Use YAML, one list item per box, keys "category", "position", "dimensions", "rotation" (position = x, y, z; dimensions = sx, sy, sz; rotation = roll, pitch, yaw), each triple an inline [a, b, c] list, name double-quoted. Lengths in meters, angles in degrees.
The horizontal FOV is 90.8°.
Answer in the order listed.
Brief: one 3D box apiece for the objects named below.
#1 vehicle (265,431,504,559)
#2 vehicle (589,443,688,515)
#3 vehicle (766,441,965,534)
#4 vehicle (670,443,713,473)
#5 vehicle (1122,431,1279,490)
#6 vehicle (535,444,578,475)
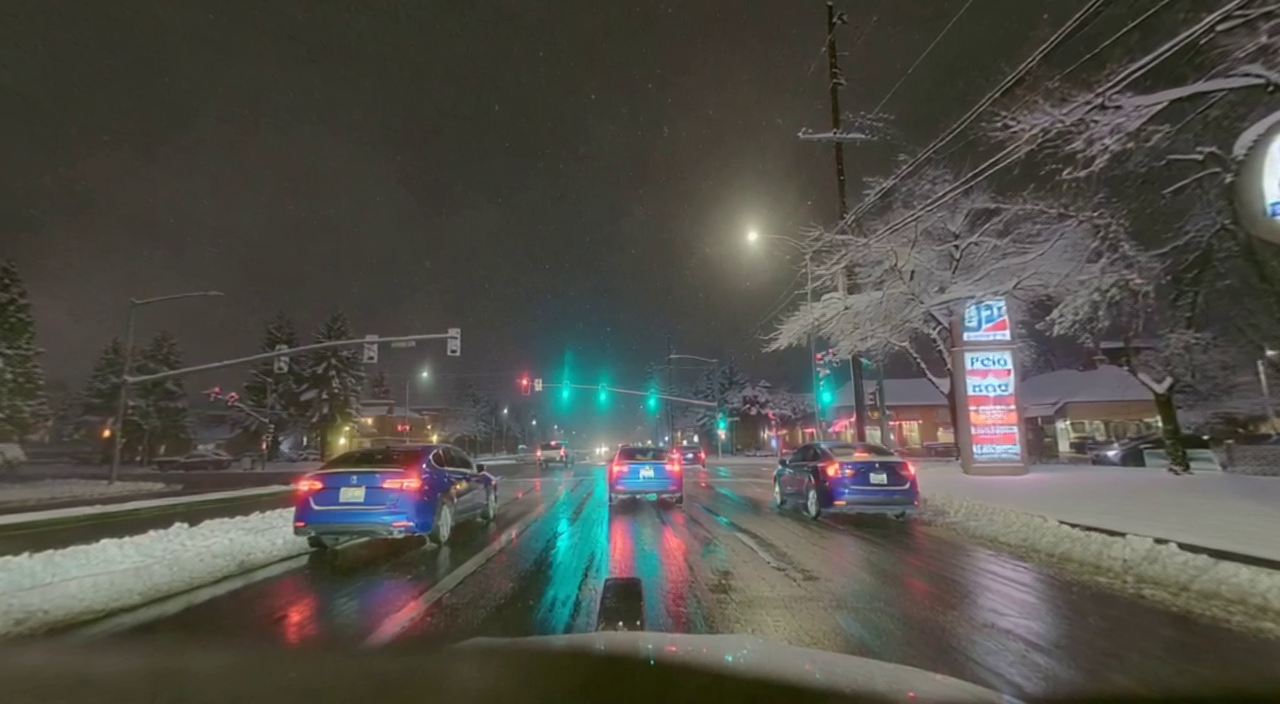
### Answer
- category: "vehicle"
  position: [-3.705, 2.137, 10.302]
  dimensions: [2.035, 1.564, 4.702]
  rotation: [0, -9, -2]
- category: "vehicle"
  position: [-0.114, 2.965, 15.331]
  dimensions: [2.072, 1.473, 4.139]
  rotation: [0, -9, -2]
- category: "vehicle"
  position: [4.166, 2.579, 12.779]
  dimensions: [2.119, 1.479, 4.910]
  rotation: [0, -9, -1]
- category: "vehicle"
  position: [2.968, 6.213, 37.188]
  dimensions: [1.986, 1.660, 4.006]
  rotation: [0, -9, -2]
- category: "vehicle"
  position: [16.476, 2.943, 17.406]
  dimensions: [4.802, 1.480, 2.126]
  rotation: [1, -9, -6]
- category: "vehicle"
  position: [-4.632, 6.004, 35.531]
  dimensions: [1.932, 1.606, 4.157]
  rotation: [0, -9, -1]
